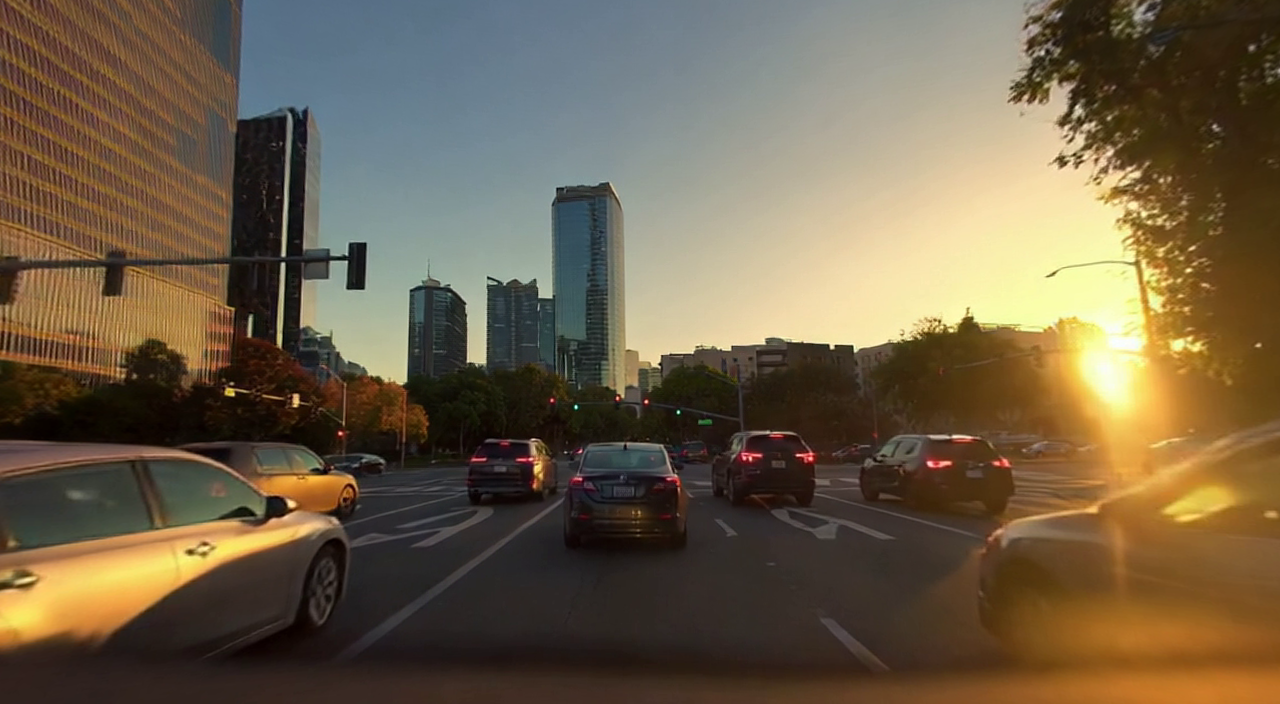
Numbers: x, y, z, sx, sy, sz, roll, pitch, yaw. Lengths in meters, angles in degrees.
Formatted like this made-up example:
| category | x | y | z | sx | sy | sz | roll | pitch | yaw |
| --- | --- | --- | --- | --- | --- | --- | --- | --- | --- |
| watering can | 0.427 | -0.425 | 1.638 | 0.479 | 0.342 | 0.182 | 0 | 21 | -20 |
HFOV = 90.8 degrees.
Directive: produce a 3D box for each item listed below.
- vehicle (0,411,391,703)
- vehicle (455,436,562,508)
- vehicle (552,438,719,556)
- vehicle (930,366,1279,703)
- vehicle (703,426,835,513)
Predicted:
| category | x | y | z | sx | sy | sz | roll | pitch | yaw |
| --- | --- | --- | --- | --- | --- | --- | --- | --- | --- |
| vehicle | -3.231 | 1.113 | 3.305 | 2.045 | 1.463 | 4.490 | 0 | -8 | 0 |
| vehicle | -3.425 | 3.196 | 17.372 | 2.033 | 1.714 | 4.278 | 0 | -8 | 0 |
| vehicle | -0.108 | 2.115 | 9.983 | 2.098 | 1.461 | 3.958 | 0 | -8 | -1 |
| vehicle | 3.057 | 0.814 | 1.876 | 1.996 | 1.566 | 4.917 | 0 | -8 | -1 |
| vehicle | 2.874 | 2.742 | 15.270 | 2.138 | 1.778 | 4.422 | 0 | -8 | -2 |
